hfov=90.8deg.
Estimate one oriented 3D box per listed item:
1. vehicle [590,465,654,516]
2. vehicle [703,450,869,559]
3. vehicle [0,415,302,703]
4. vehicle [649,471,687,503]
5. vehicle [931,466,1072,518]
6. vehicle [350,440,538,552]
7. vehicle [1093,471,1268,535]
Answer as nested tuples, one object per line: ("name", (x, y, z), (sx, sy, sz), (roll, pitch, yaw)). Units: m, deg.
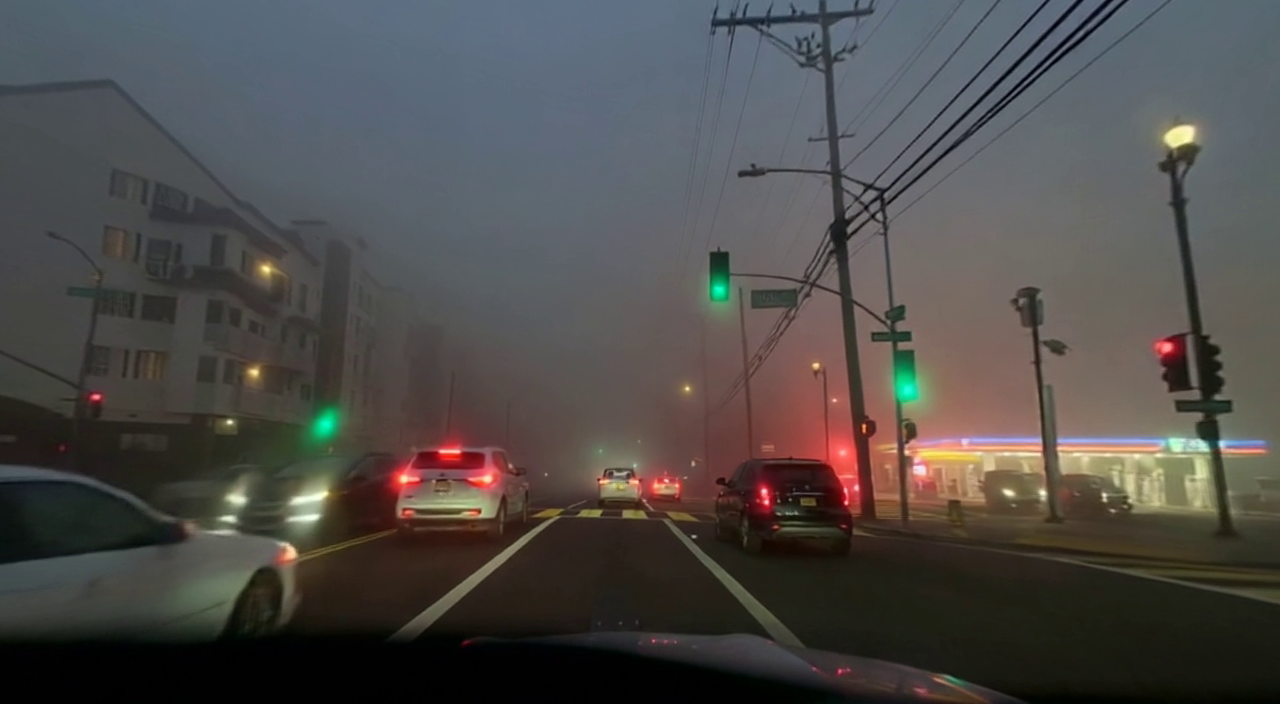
("vehicle", (-0.623, 4.705, 21.796), (1.999, 1.487, 3.939), (0, -9, -2))
("vehicle", (2.463, 2.681, 11.861), (1.945, 1.647, 4.160), (0, -9, -2))
("vehicle", (-3.107, 0.915, 1.878), (1.932, 1.458, 4.330), (0, -9, -2))
("vehicle", (1.687, 8.337, 39.272), (1.953, 1.687, 4.094), (0, -9, -3))
("vehicle", (12.208, 4.659, 21.370), (4.048, 1.539, 1.820), (3, -10, -19))
("vehicle", (-3.405, 2.591, 12.100), (2.221, 1.706, 4.451), (0, -9, -1))
("vehicle", (15.767, 4.372, 18.847), (1.959, 1.482, 4.664), (-2, -9, 13))
